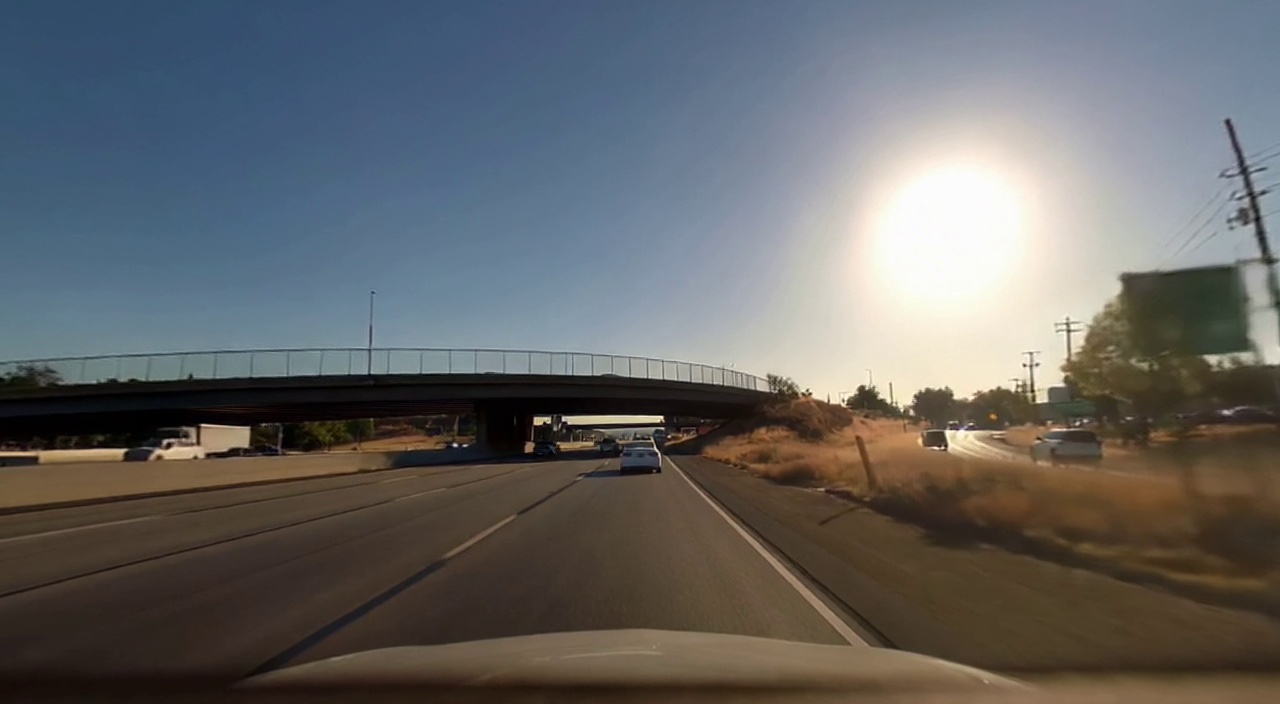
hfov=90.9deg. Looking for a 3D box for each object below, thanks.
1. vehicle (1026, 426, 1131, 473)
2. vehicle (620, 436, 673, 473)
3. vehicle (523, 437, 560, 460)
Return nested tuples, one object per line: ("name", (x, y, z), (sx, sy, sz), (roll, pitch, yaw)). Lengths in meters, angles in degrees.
("vehicle", (18.415, 4.098, 26.788), (2.095, 1.674, 4.530), (2, -8, 13))
("vehicle", (0.256, 4.401, 27.311), (2.145, 1.493, 4.146), (0, -8, 0))
("vehicle", (-7.481, 7.358, 48.196), (2.067, 1.682, 4.388), (0, -8, 1))
